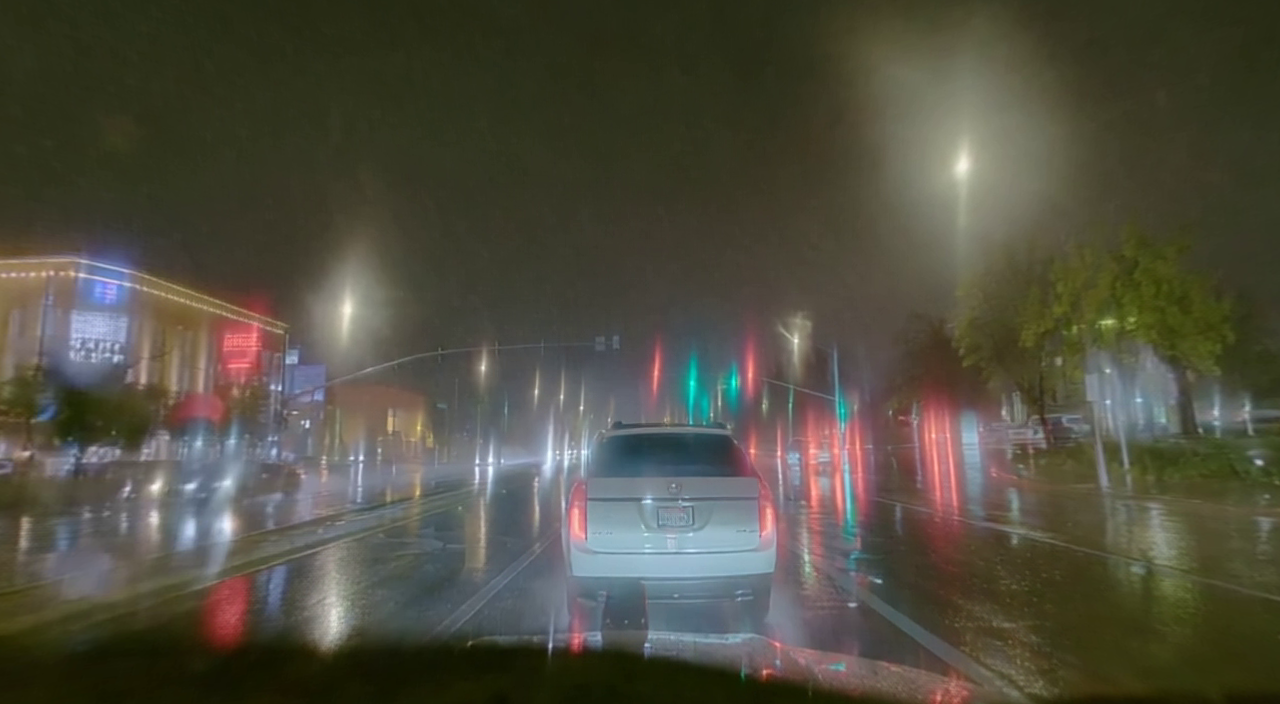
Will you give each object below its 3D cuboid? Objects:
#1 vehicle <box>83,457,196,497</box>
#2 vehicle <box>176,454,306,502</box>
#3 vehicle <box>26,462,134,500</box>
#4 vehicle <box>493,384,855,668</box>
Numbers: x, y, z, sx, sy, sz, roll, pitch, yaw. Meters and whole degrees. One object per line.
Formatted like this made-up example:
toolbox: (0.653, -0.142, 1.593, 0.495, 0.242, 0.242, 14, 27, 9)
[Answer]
vehicle: (-25.843, 6.416, 32.845, 2.026, 1.808, 4.835, 0, -8, -2)
vehicle: (-14.017, 4.423, 22.458, 1.991, 1.486, 3.844, 0, -8, 2)
vehicle: (-28.661, 6.610, 32.444, 2.018, 1.716, 4.042, -1, -10, -5)
vehicle: (0.200, 1.310, 5.735, 2.125, 1.669, 3.880, 0, -8, 0)
